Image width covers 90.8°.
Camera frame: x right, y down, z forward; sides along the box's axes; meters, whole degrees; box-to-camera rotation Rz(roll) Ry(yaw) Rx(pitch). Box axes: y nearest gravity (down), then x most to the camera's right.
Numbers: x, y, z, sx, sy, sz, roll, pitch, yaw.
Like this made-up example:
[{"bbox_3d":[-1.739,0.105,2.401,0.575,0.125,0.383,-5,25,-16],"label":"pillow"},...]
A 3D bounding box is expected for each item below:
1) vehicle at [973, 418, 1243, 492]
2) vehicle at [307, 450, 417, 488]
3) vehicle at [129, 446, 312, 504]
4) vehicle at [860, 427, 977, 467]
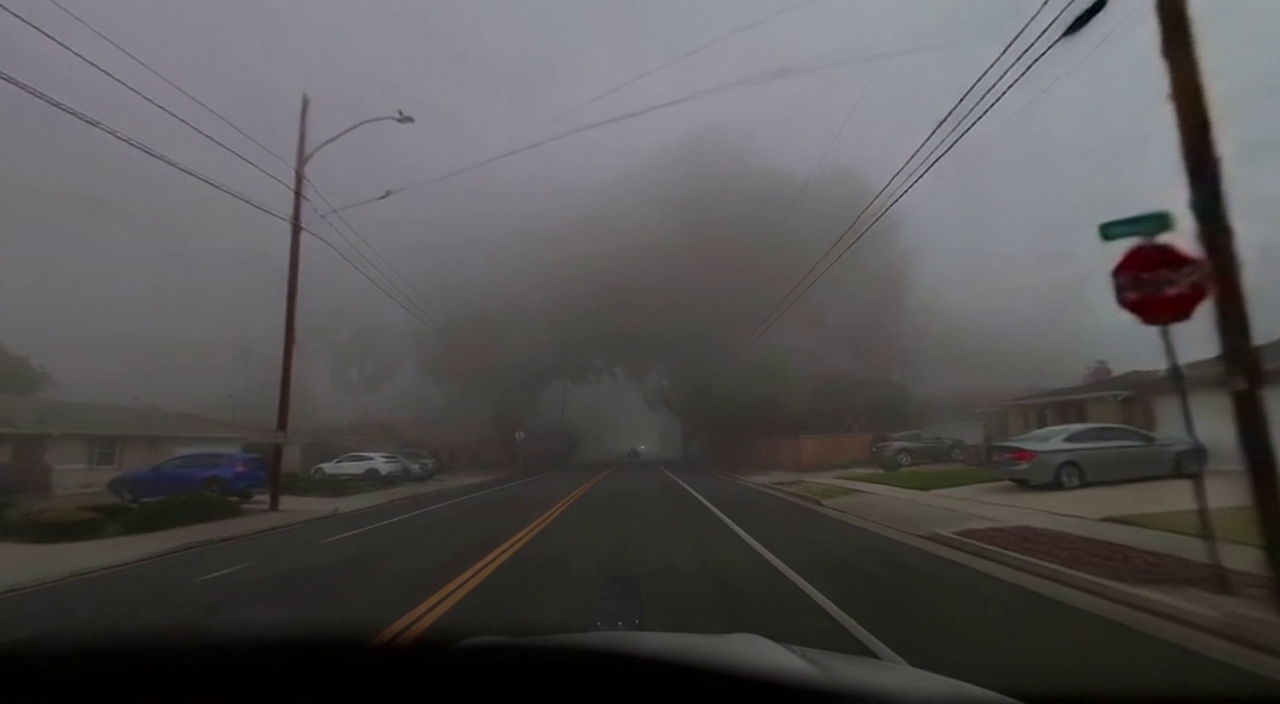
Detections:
[{"bbox_3d":[10.732,2.355,14.700,4.908,1.537,2.065,1,-8,-9],"label":"vehicle"},{"bbox_3d":[-12.324,5.193,28.206,3.927,1.560,2.049,0,-8,0],"label":"vehicle"},{"bbox_3d":[-12.918,3.790,19.734,4.207,1.648,1.956,1,-8,-6],"label":"vehicle"},{"bbox_3d":[13.122,4.474,29.886,4.653,1.775,1.906,1,-9,-10],"label":"vehicle"}]
